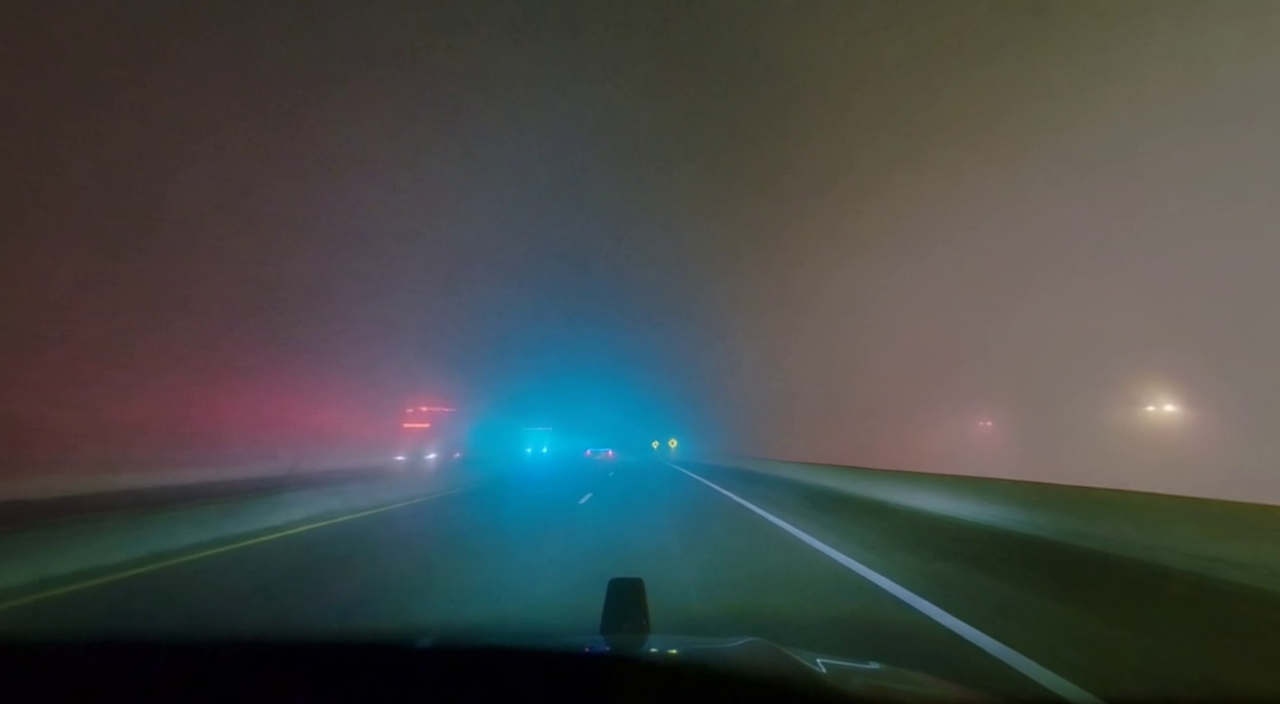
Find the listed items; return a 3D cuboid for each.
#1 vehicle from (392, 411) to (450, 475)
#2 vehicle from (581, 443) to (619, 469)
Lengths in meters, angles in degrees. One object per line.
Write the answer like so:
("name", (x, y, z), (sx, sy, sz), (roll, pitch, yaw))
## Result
("vehicle", (-15.227, 6.318, 43.959), (2.913, 4.275, 3.166), (0, -7, -1))
("vehicle", (-2.386, 6.349, 38.661), (2.050, 1.530, 4.144), (0, -8, 0))
